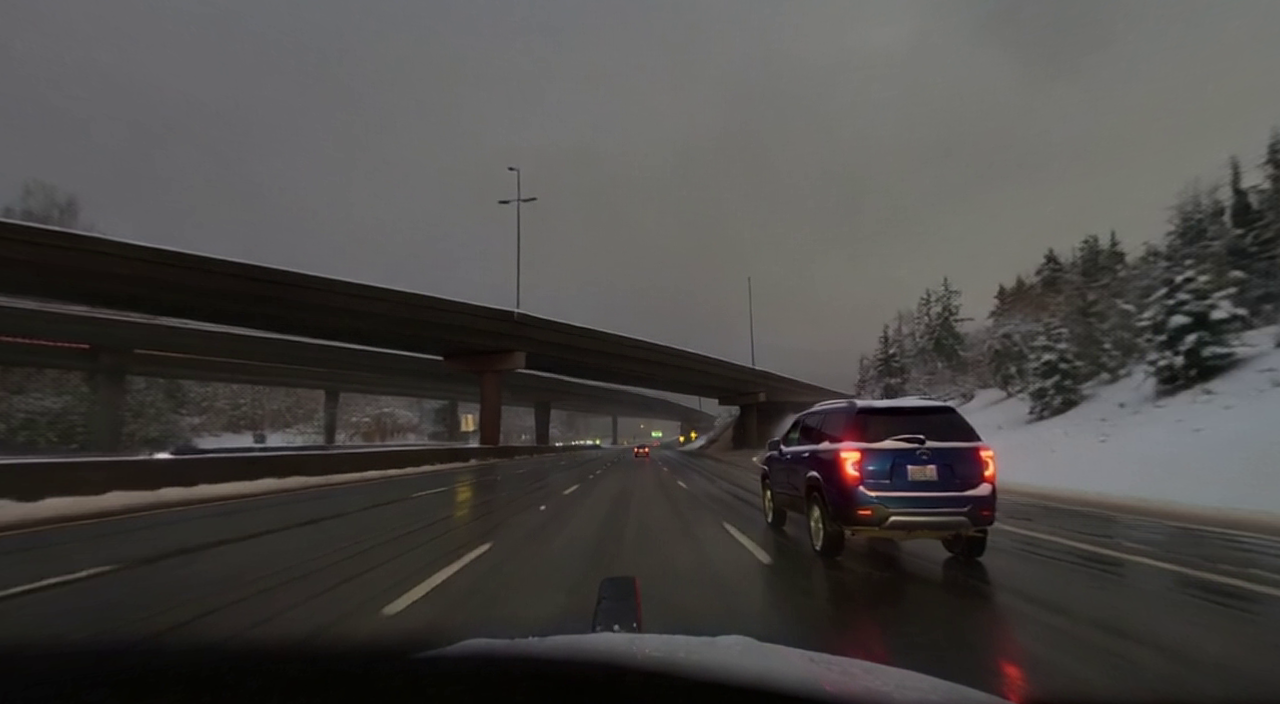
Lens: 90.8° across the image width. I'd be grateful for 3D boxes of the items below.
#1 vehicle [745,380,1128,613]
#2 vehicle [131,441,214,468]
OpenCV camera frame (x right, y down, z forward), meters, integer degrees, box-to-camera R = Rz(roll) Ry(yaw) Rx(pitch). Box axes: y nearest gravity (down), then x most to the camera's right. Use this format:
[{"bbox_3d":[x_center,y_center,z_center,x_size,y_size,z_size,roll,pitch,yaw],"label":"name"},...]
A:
[{"bbox_3d":[2.891,1.570,7.797,2.155,1.918,4.945,0,-9,-2],"label":"vehicle"},{"bbox_3d":[-28.797,6.342,39.098,1.866,1.539,4.408,0,-9,-3],"label":"vehicle"}]
